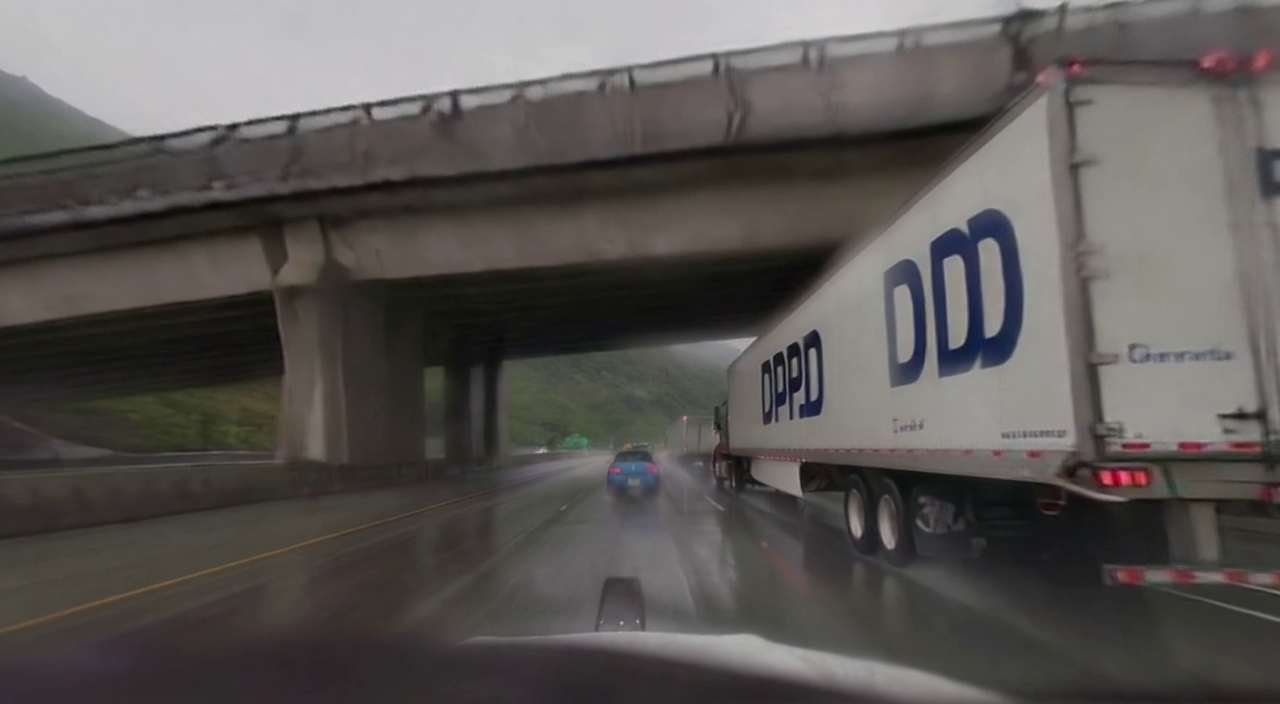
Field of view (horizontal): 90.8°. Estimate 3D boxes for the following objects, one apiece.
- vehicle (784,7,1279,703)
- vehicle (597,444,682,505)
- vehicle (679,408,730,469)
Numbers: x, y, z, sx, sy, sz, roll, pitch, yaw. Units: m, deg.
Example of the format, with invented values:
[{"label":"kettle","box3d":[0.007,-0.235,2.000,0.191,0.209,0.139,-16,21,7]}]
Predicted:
[{"label":"vehicle","box3d":[4.163,0.490,7.638,2.802,3.956,8.291,0,-9,0]},{"label":"vehicle","box3d":[-0.020,3.233,17.045,2.029,1.437,3.794,0,-9,0]},{"label":"vehicle","box3d":[4.537,6.425,46.319,2.801,4.039,8.684,0,-9,0]}]
